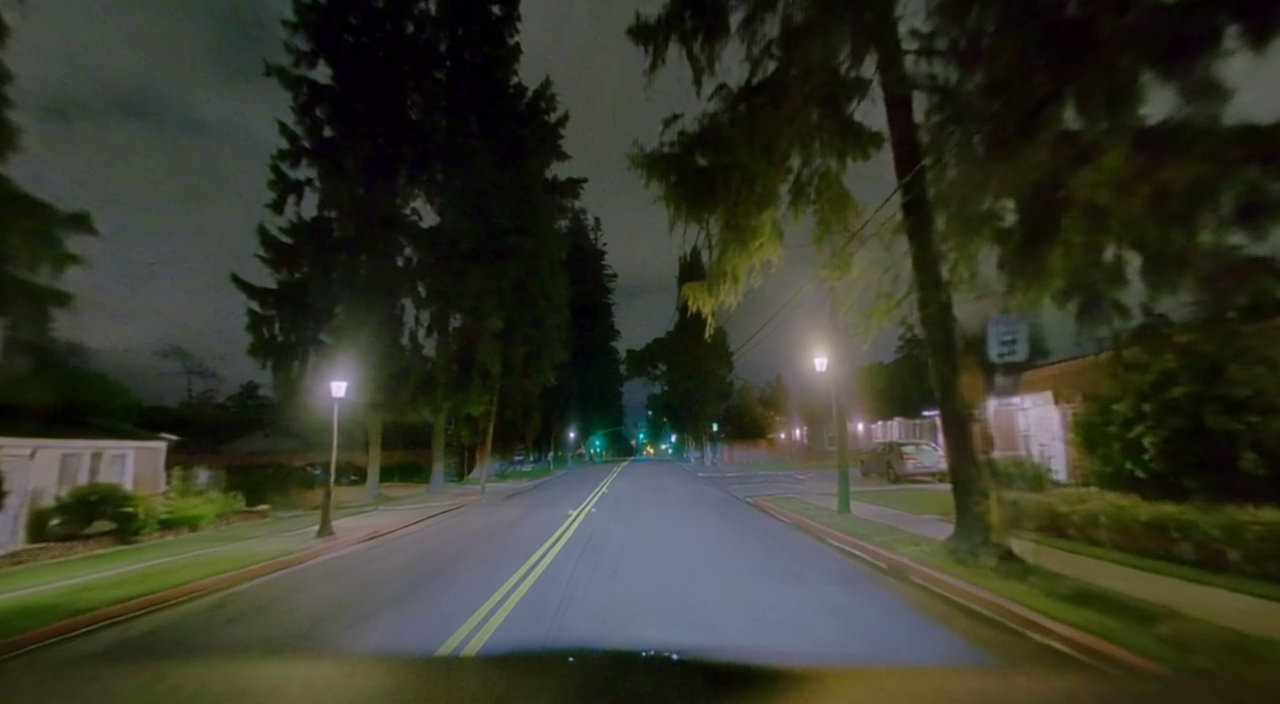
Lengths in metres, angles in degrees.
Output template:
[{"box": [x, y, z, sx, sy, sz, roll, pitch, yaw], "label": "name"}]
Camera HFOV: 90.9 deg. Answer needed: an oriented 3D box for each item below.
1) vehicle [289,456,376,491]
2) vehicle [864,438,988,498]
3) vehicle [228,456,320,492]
[{"box": [-14.928, 5.896, 30.912, 1.830, 1.495, 4.641, 0, -9, 1], "label": "vehicle"}, {"box": [8.734, 3.522, 19.709, 1.806, 1.496, 4.164, -1, -6, -1], "label": "vehicle"}, {"box": [-17.787, 5.932, 30.910, 1.903, 1.500, 4.214, 0, -8, 1], "label": "vehicle"}]
